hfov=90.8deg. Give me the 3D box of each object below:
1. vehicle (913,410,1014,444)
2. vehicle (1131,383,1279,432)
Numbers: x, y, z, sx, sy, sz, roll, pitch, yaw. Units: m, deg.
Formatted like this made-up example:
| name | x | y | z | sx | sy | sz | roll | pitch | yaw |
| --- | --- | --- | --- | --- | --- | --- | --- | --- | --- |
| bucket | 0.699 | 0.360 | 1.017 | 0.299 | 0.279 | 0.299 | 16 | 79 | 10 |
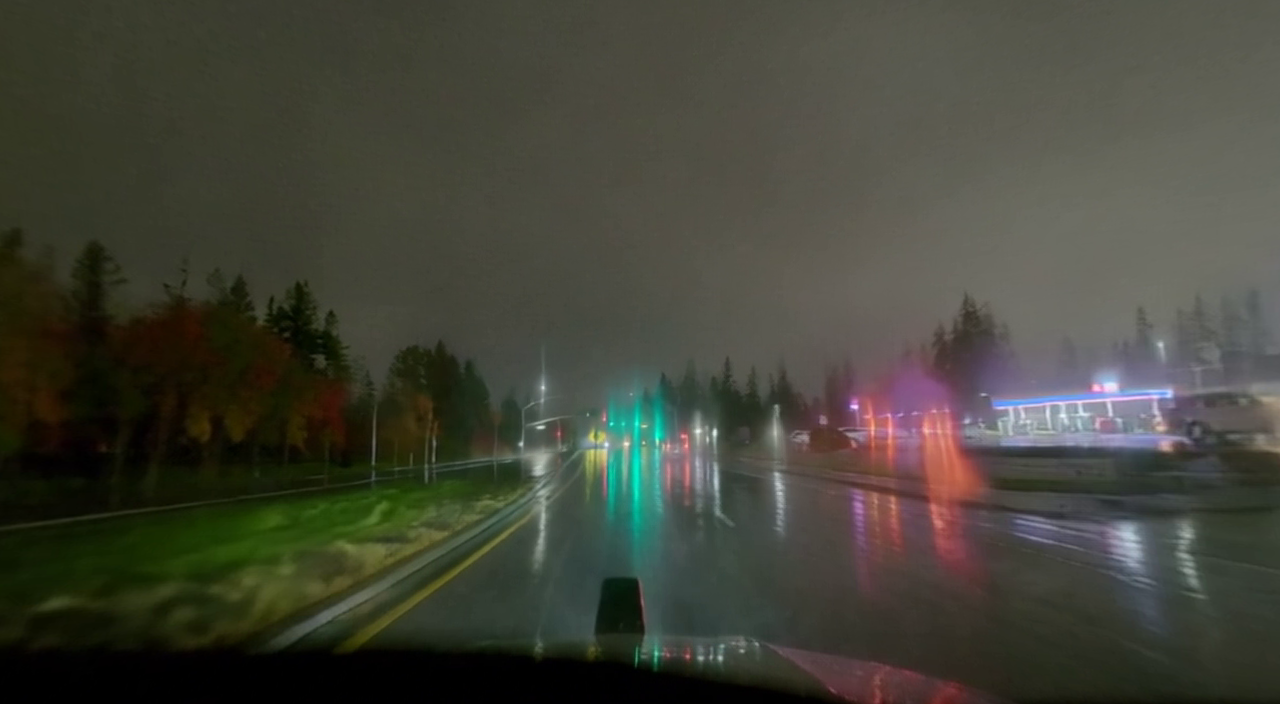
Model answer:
| name | x | y | z | sx | sy | sz | roll | pitch | yaw |
| --- | --- | --- | --- | --- | --- | --- | --- | --- | --- |
| vehicle | 21.096 | 4.915 | 41.373 | 5.483 | 1.801 | 2.202 | 4 | -8 | 0 |
| vehicle | 20.741 | 2.133 | 23.279 | 1.828 | 1.483 | 4.251 | 1 | -9 | -1 |
